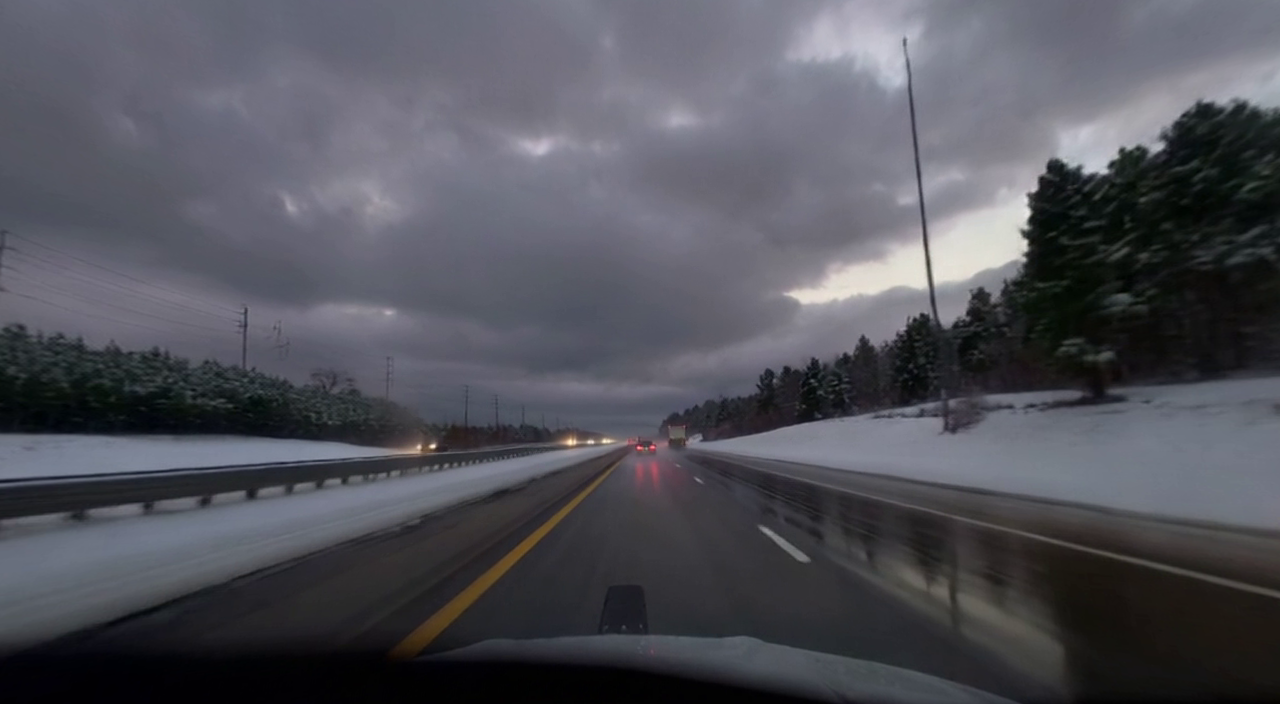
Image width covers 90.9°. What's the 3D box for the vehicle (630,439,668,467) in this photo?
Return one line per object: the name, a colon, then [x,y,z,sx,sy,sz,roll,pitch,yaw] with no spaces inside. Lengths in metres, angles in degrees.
vehicle: [0.508,6.056,37.867,2.192,1.556,4.132,-1,-8,0]
